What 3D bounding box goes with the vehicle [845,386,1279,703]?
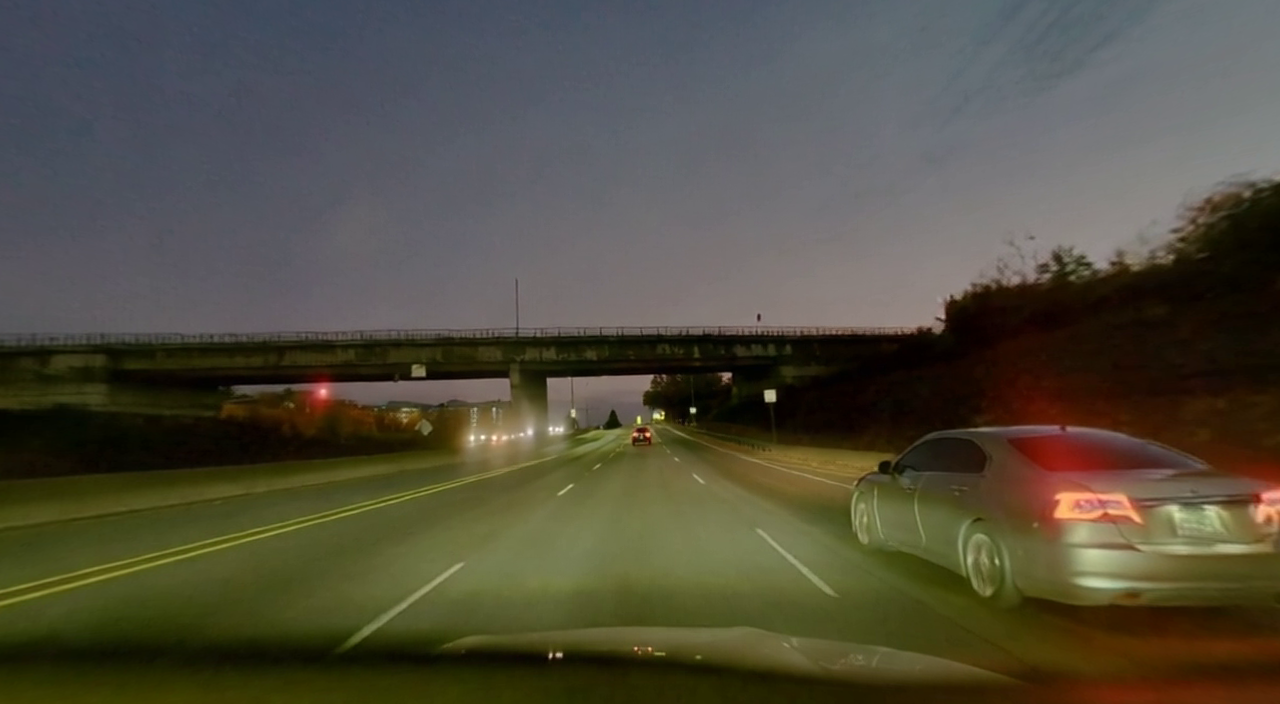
[{"bbox_3d":[3.510,1.260,5.309,2.063,1.542,4.420,0,-8,0],"label":"vehicle"}]
